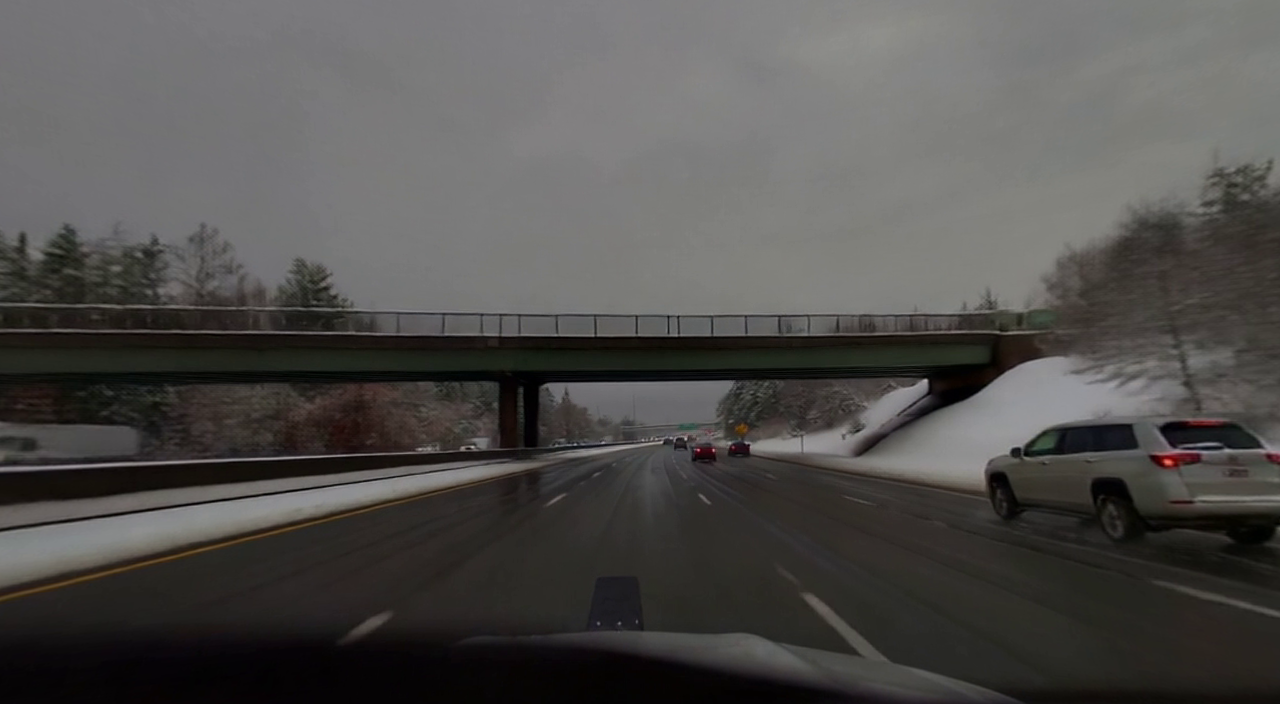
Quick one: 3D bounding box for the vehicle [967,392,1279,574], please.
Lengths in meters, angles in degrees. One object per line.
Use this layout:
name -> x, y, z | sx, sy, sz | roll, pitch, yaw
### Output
vehicle -> 7.008, 1.673, 8.855 | 2.087, 1.806, 4.946 | 0, -9, -1

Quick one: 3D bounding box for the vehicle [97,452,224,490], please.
vehicle -> -20.518, 5.080, 27.329 | 1.916, 1.475, 4.525 | 0, -9, 1

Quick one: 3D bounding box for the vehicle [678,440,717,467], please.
vehicle -> 3.353, 5.970, 37.424 | 1.981, 1.471, 4.342 | 0, -9, 1

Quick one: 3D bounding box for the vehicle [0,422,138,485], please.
vehicle -> -28.513, 4.899, 30.725 | 2.242, 2.658, 6.965 | 0, -9, 1
